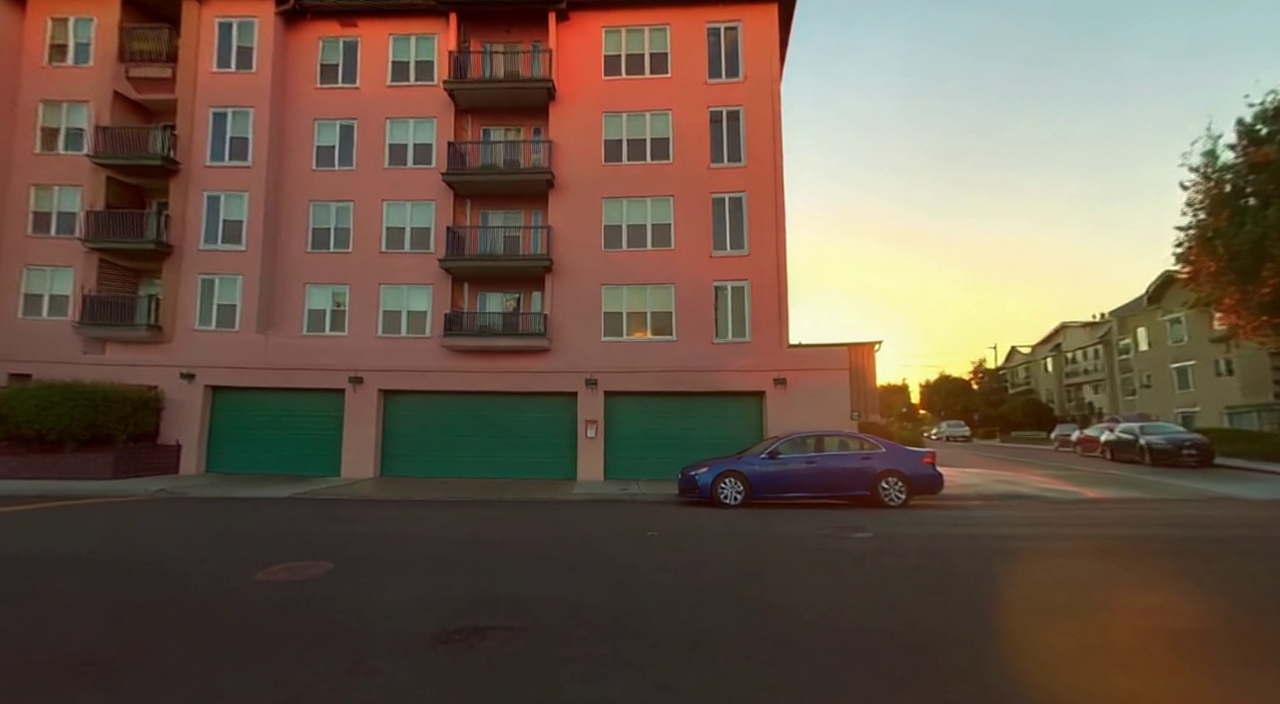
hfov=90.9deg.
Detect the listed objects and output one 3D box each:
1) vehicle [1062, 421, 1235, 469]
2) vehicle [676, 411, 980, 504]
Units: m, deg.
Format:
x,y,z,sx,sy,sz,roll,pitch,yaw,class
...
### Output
x,y,z,sx,sy,sz,roll,pitch,yaw,class
16.761,3.093,20.967,3.905,1.475,2.057,0,-8,2,vehicle
2.994,1.807,10.935,4.697,1.444,1.825,0,-9,2,vehicle
